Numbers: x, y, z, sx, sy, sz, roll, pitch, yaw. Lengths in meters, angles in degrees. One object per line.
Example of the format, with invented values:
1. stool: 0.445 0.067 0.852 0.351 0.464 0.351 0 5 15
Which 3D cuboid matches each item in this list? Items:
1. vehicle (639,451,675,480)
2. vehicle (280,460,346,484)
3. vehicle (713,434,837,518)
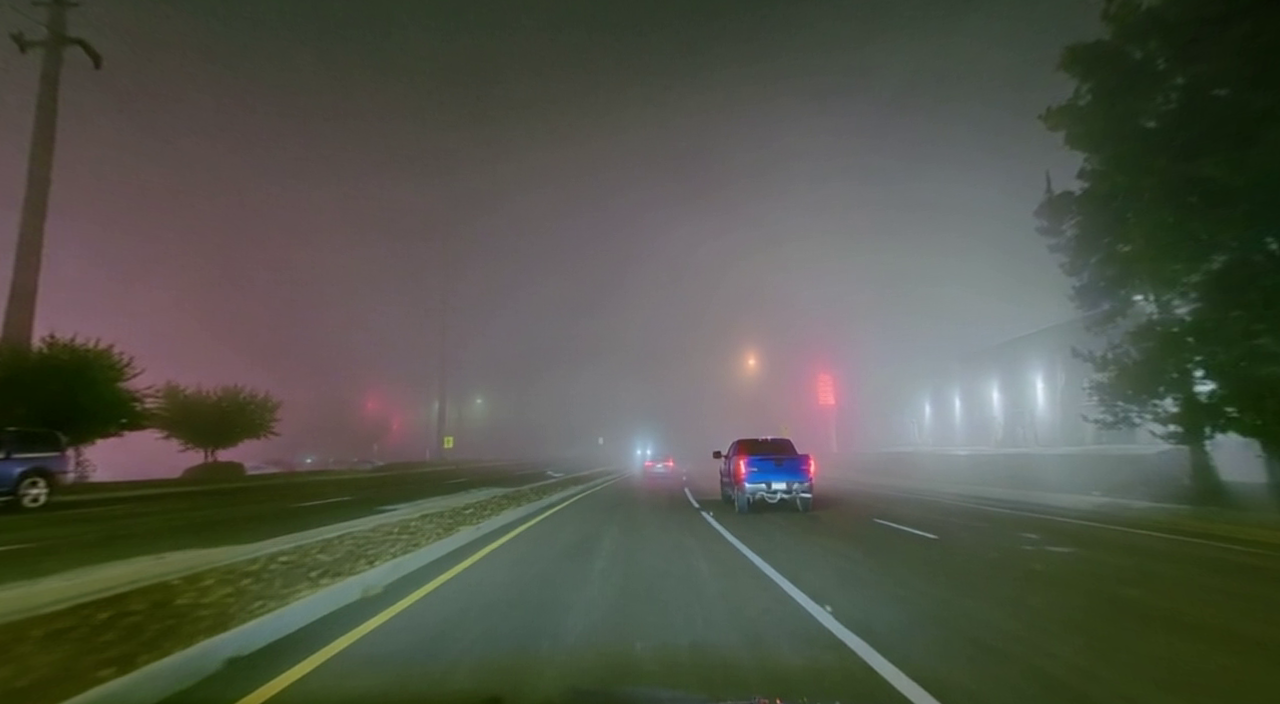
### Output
1. vehicle: 1.050 6.534 36.490 1.968 1.521 4.262 0 -9 3
2. vehicle: -23.375 8.565 45.186 1.890 1.519 4.431 -1 -9 8
3. vehicle: 3.482 3.333 17.587 2.367 1.919 5.651 0 -9 2
